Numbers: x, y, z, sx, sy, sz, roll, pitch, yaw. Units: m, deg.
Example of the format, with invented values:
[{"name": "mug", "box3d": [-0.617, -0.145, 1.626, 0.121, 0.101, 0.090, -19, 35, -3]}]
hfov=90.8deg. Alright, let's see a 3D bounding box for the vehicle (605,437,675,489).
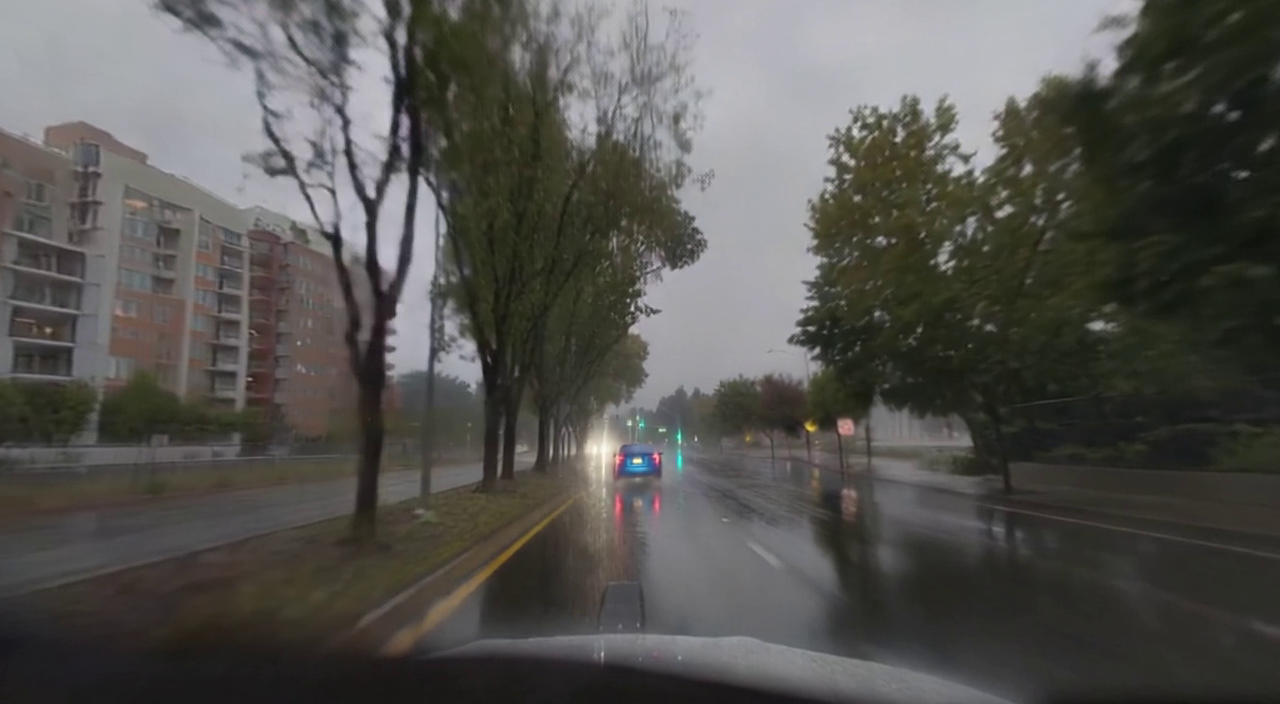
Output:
[{"name": "vehicle", "box3d": [-0.092, 3.608, 20.864, 2.042, 1.479, 4.601, 0, -8, -2]}]
